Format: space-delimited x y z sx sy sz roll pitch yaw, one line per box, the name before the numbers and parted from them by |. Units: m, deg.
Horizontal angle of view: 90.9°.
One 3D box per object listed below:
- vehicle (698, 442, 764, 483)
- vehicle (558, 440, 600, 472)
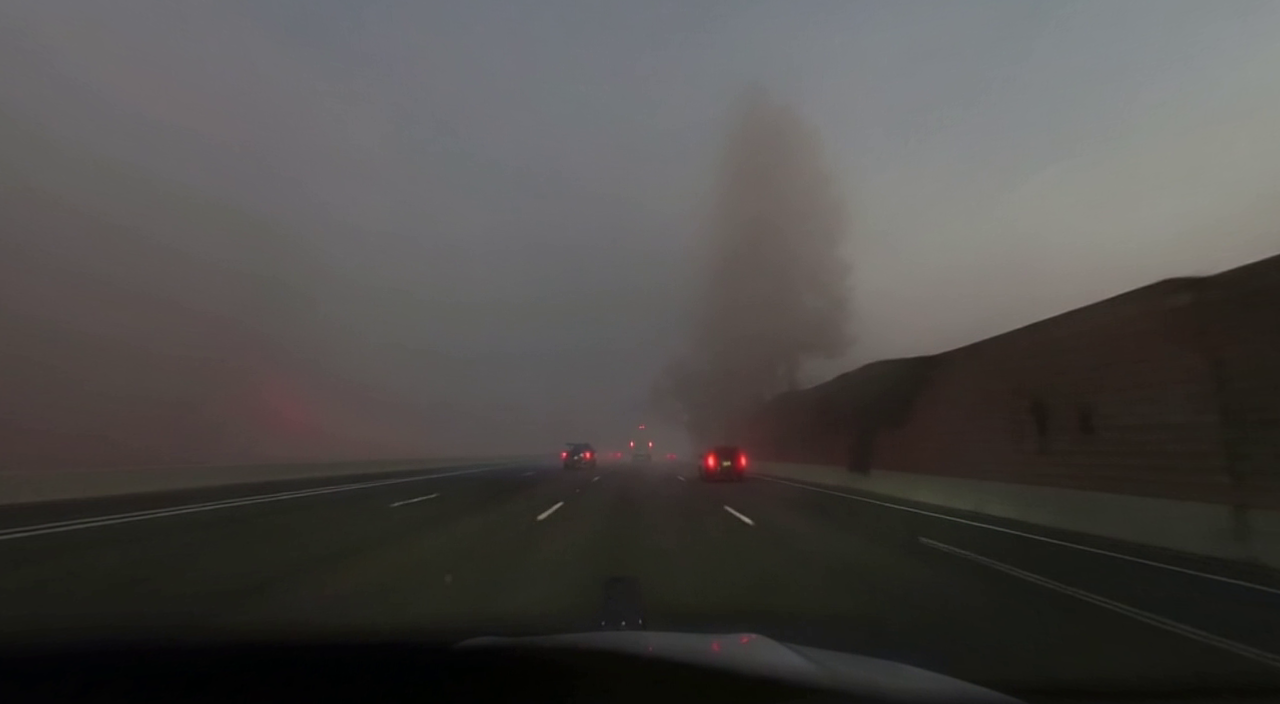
vehicle | 3.667 4.562 26.227 1.973 1.536 4.337 0 -9 -2
vehicle | -3.661 6.368 38.701 2.014 1.811 4.369 0 -9 1
